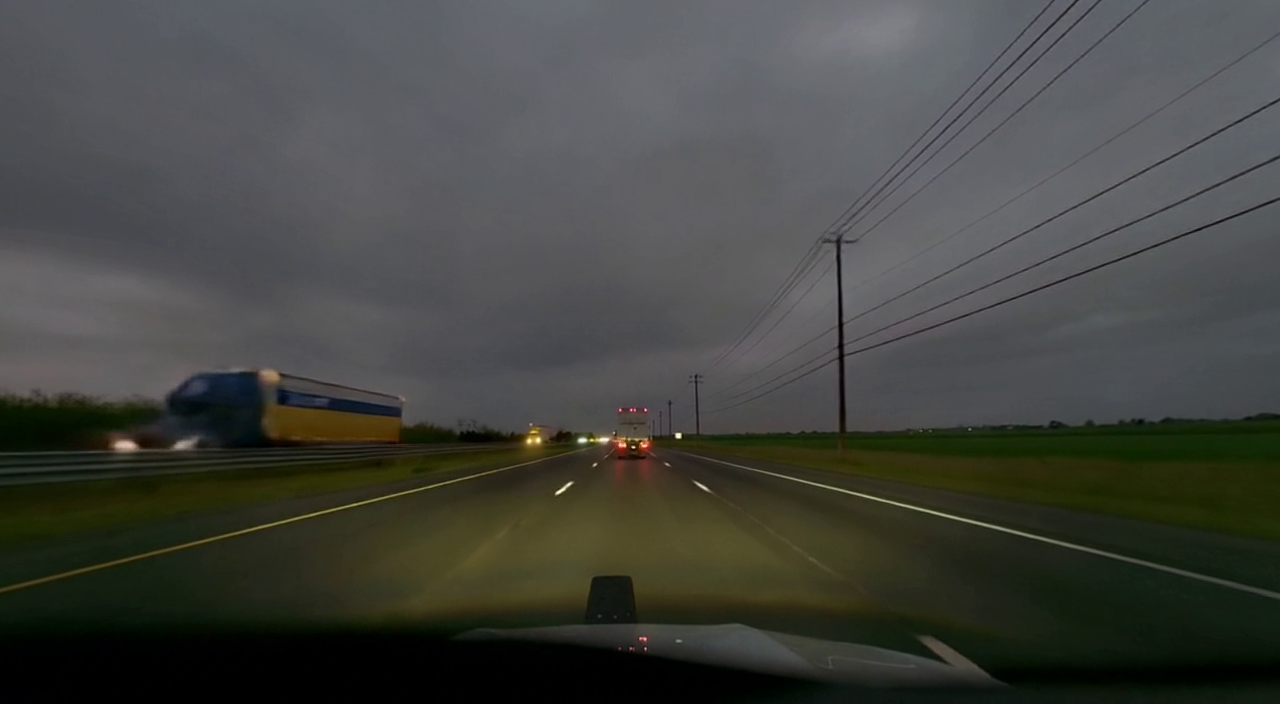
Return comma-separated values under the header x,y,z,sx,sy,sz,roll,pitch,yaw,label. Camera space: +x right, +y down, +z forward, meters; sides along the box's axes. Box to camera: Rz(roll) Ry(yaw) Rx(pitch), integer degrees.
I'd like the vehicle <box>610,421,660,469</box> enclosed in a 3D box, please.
x,y,z,sx,sy,sz,roll,pitch,yaw,label
-0.318,4.487,30.595,2.240,2.129,4.480,0,-8,-2,vehicle
